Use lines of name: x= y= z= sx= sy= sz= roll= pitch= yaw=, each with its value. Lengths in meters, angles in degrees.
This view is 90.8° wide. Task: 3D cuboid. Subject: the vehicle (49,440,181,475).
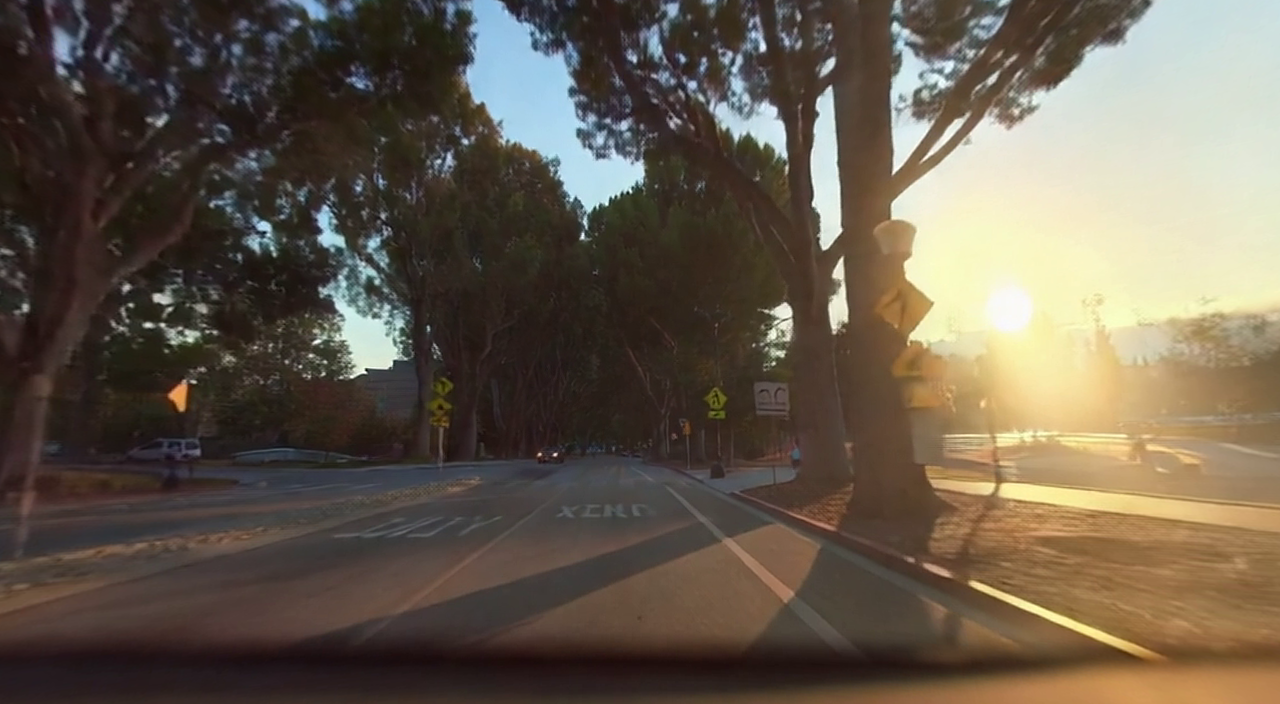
vehicle: x=-24.483 y=4.915 z=29.561 sx=4.534 sy=1.488 sz=1.930 roll=-1 pitch=-8 yaw=3
